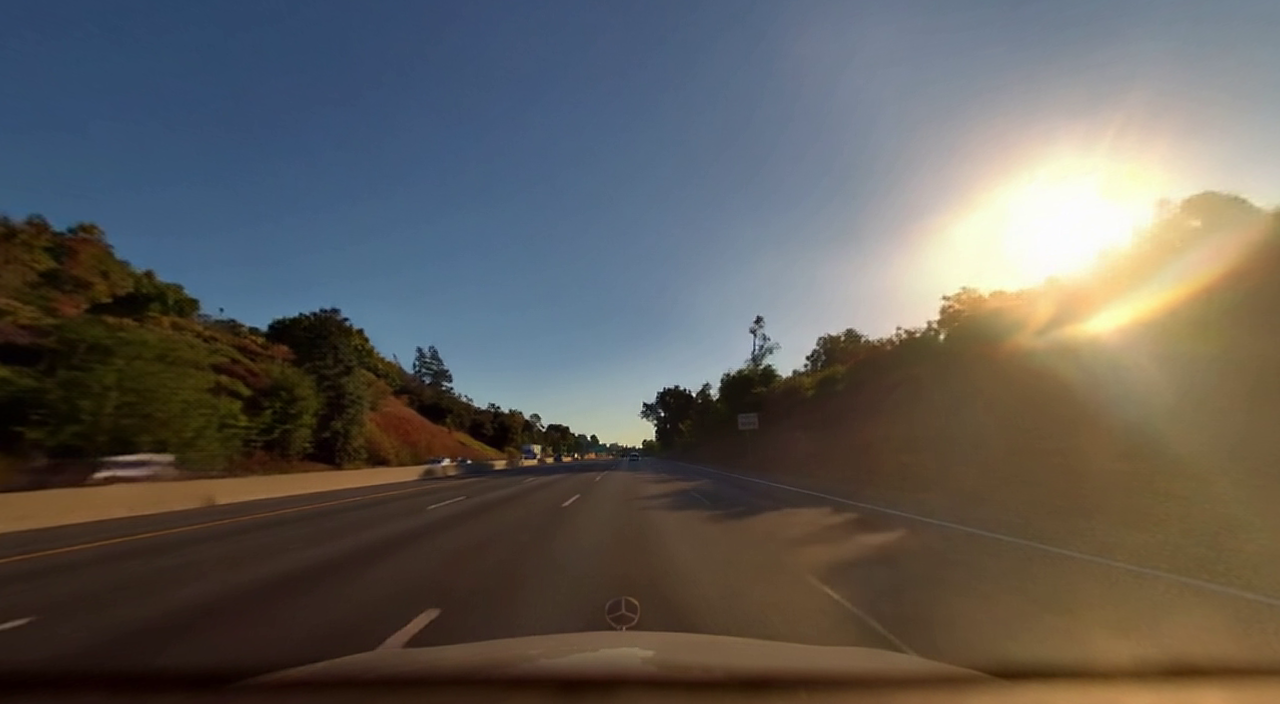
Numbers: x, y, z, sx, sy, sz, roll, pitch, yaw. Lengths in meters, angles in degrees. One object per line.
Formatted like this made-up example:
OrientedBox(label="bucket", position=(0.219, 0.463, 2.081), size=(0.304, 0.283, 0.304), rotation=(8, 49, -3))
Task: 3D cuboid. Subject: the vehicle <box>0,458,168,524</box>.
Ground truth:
OrientedBox(label="vehicle", position=(-15.453, 3.661, 17.029), size=(1.903, 1.503, 4.309), rotation=(0, -9, -1))
